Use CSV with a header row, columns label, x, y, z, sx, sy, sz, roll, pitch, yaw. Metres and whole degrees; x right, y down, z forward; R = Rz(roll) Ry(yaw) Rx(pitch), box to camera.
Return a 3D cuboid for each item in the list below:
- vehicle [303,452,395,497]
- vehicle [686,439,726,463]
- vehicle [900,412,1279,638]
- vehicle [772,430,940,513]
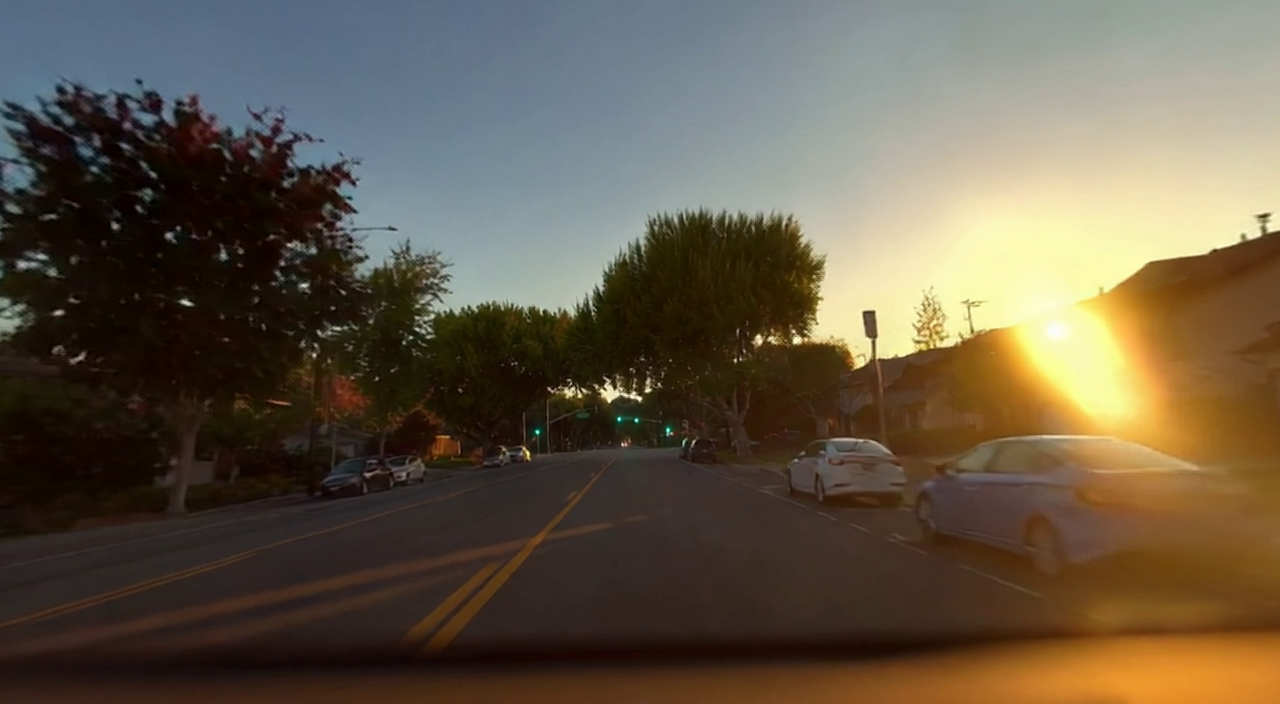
label,x,y,z,sx,sy,sz,roll,pitch,yaw
vehicle,-11.665,4.891,25.643,1.845,1.626,4.105,0,-8,-2
vehicle,4.230,6.465,41.371,2.010,1.461,4.247,0,-8,-2
vehicle,4.547,1.478,6.440,1.924,1.516,4.163,0,-8,-1
vehicle,4.464,2.537,13.964,1.887,1.480,4.731,0,-8,-2
